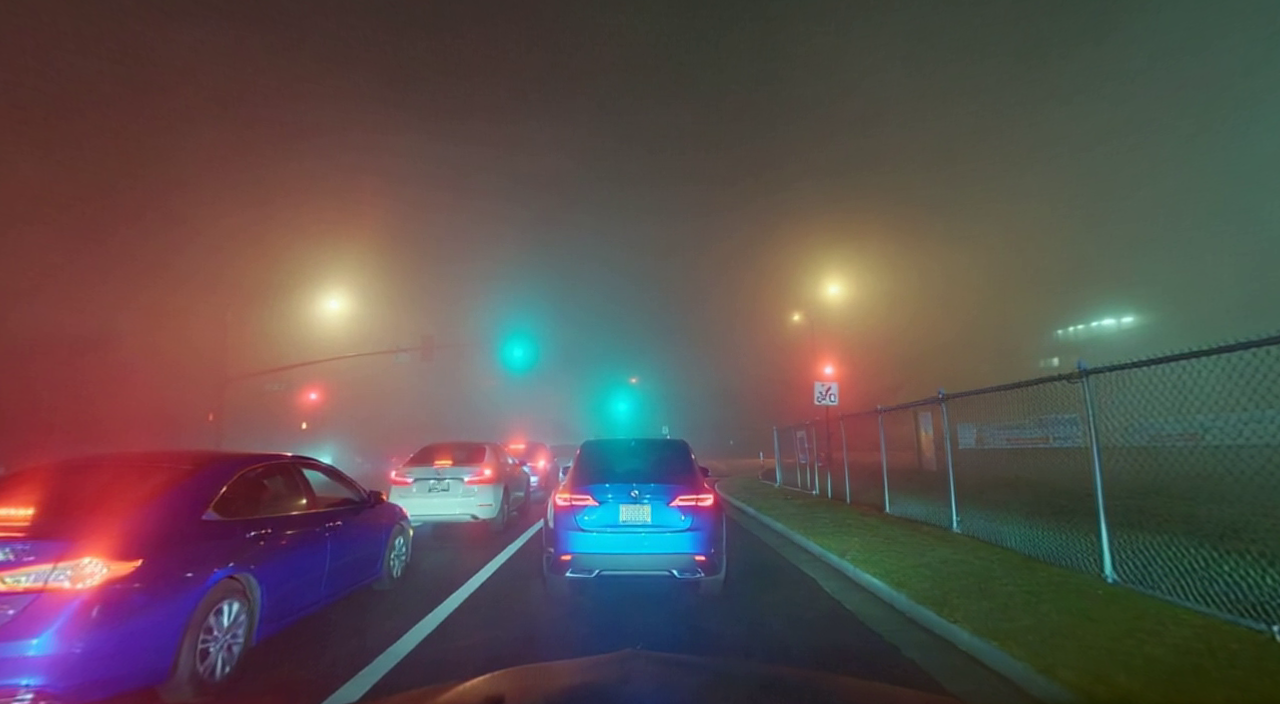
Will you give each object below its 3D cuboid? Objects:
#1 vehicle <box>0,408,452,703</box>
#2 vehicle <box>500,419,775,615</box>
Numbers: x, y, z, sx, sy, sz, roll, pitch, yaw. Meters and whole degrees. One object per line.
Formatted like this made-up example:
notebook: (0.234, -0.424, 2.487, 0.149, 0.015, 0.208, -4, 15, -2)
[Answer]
vehicle: (-3.211, 1.321, 4.876, 1.971, 1.488, 4.581, 0, -9, 1)
vehicle: (-0.016, 1.600, 7.008, 2.144, 1.514, 4.063, 0, -9, 0)
